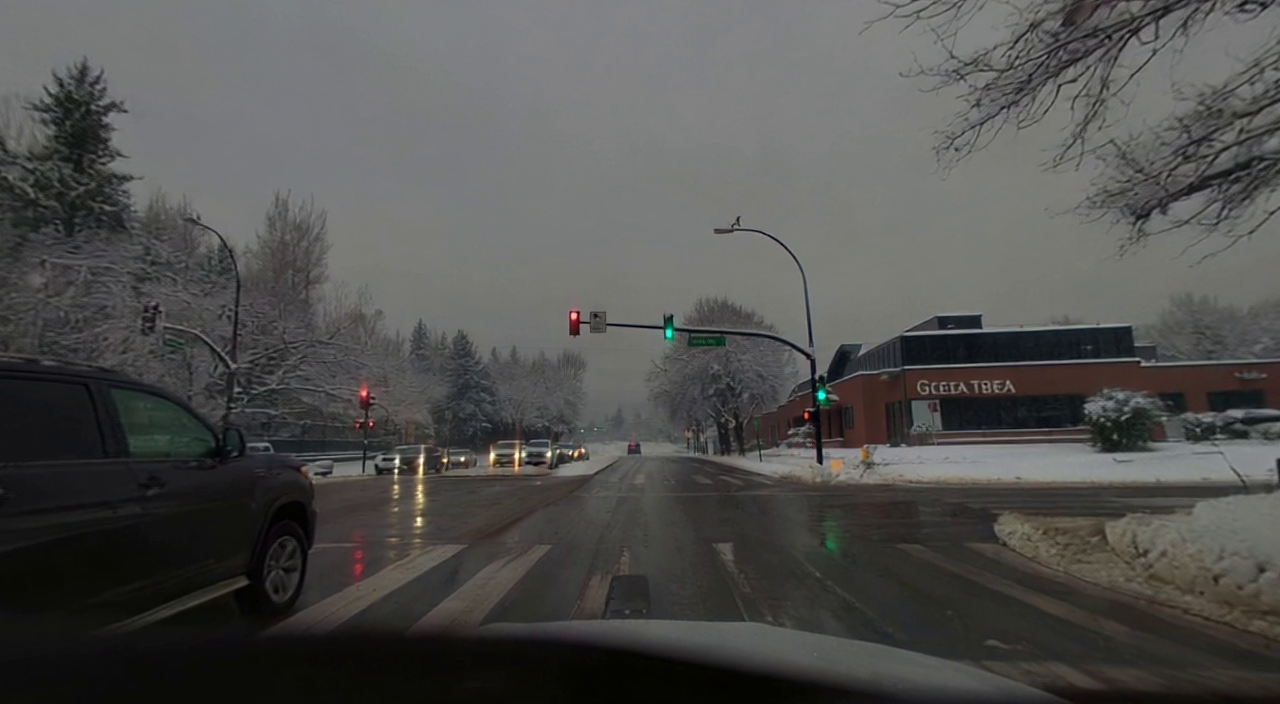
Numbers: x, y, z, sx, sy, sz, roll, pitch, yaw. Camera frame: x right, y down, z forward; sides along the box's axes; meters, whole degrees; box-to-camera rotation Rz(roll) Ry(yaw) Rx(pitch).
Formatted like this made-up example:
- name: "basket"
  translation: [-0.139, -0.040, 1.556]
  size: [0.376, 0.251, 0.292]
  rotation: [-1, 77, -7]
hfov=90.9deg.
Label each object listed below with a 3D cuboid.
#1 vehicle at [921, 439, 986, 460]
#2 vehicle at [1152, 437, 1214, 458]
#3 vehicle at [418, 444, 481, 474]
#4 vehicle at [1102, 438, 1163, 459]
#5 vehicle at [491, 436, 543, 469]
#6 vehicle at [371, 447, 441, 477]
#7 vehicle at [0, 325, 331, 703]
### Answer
- name: "vehicle"
  translation: [21.499, 6.677, 43.258]
  size: [3.576, 1.425, 1.702]
  rotation: [2, -8, -11]
- name: "vehicle"
  translation: [41.073, 7.233, 47.768]
  size: [1.767, 1.456, 4.191]
  rotation: [-4, -10, 15]
- name: "vehicle"
  translation: [-10.633, 5.971, 35.601]
  size: [2.041, 1.548, 4.868]
  rotation: [0, -8, 0]
- name: "vehicle"
  translation: [38.485, 7.565, 49.391]
  size: [1.837, 1.514, 4.786]
  rotation: [-2, -9, 12]
- name: "vehicle"
  translation: [-7.177, 5.911, 37.399]
  size: [2.081, 1.818, 4.782]
  rotation: [0, -8, 1]
- name: "vehicle"
  translation: [-12.997, 6.120, 35.363]
  size: [2.011, 1.480, 4.747]
  rotation: [0, -8, 2]
- name: "vehicle"
  translation: [-3.507, 0.856, 2.848]
  size: [2.000, 1.789, 4.638]
  rotation: [1, -8, -2]
